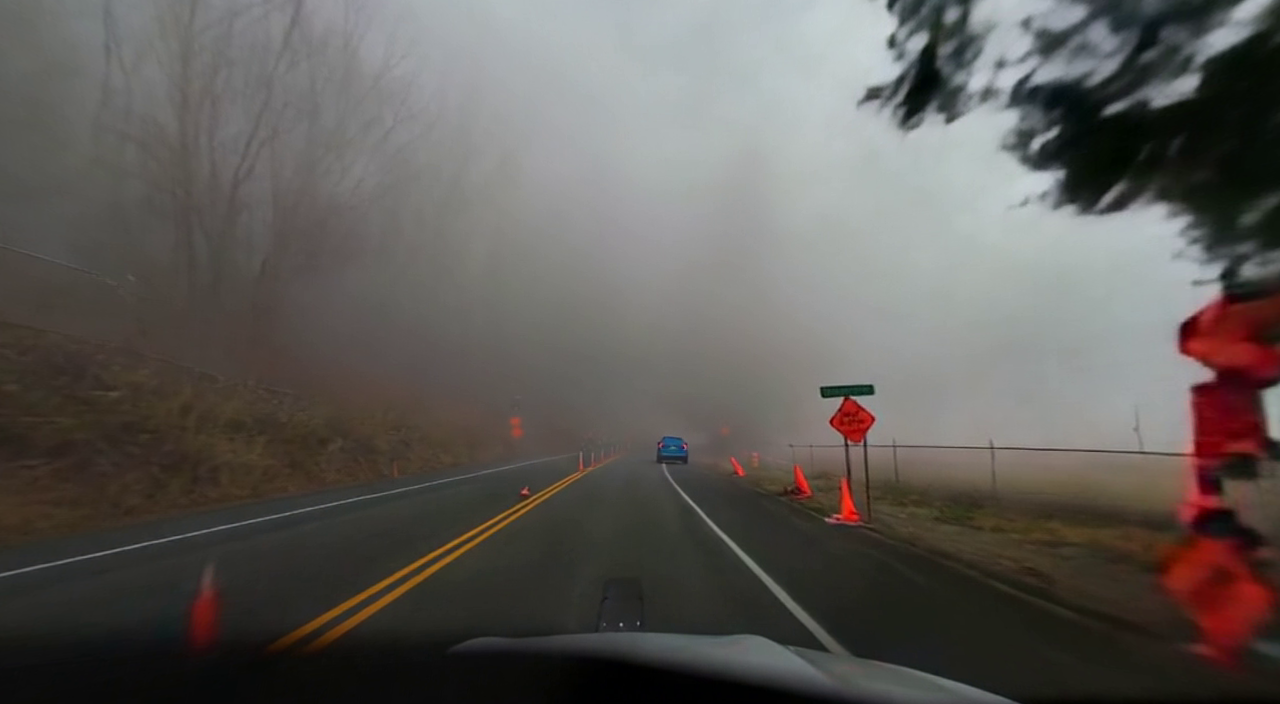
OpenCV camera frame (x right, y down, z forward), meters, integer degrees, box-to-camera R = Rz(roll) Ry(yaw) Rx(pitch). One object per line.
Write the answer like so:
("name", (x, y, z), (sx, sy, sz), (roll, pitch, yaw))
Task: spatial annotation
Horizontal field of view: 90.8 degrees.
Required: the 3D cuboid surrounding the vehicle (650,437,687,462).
("vehicle", (1.818, 6.134, 39.908), (2.172, 1.486, 3.581), (0, -9, 3))
